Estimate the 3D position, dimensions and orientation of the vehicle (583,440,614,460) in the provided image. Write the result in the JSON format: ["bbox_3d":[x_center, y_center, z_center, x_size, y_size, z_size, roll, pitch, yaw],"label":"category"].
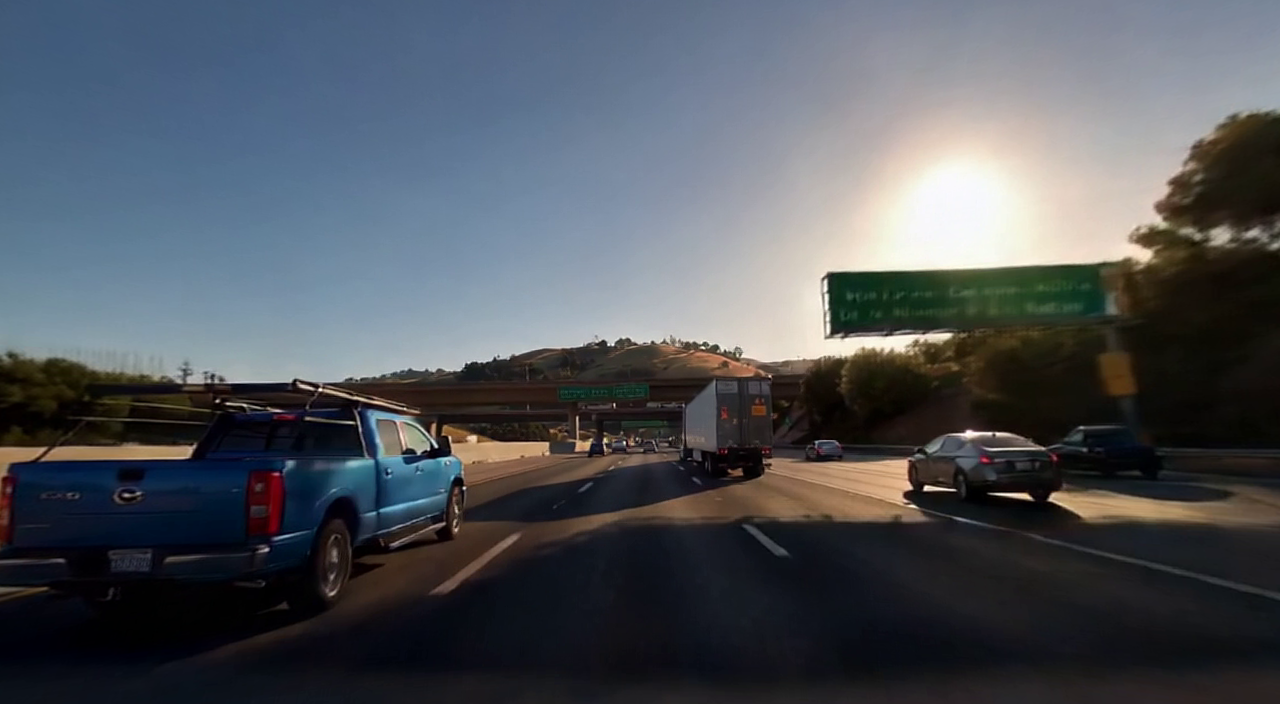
[{"bbox_3d":[-3.220,7.716,49.650,2.077,1.446,4.106,0,-8,0],"label":"vehicle"}]

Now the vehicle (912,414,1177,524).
[{"bbox_3d":[7.334,2.169,12.214,1.999,1.700,4.640,0,-8,0],"label":"vehicle"}]

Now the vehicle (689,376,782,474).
[{"bbox_3d":[4.435,3.968,32.577,2.885,4.036,12.891,0,-8,0],"label":"vehicle"}]

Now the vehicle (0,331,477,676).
[{"bbox_3d":[-3.959,1.350,6.971,2.599,2.054,6.288,0,-8,0],"label":"vehicle"}]
